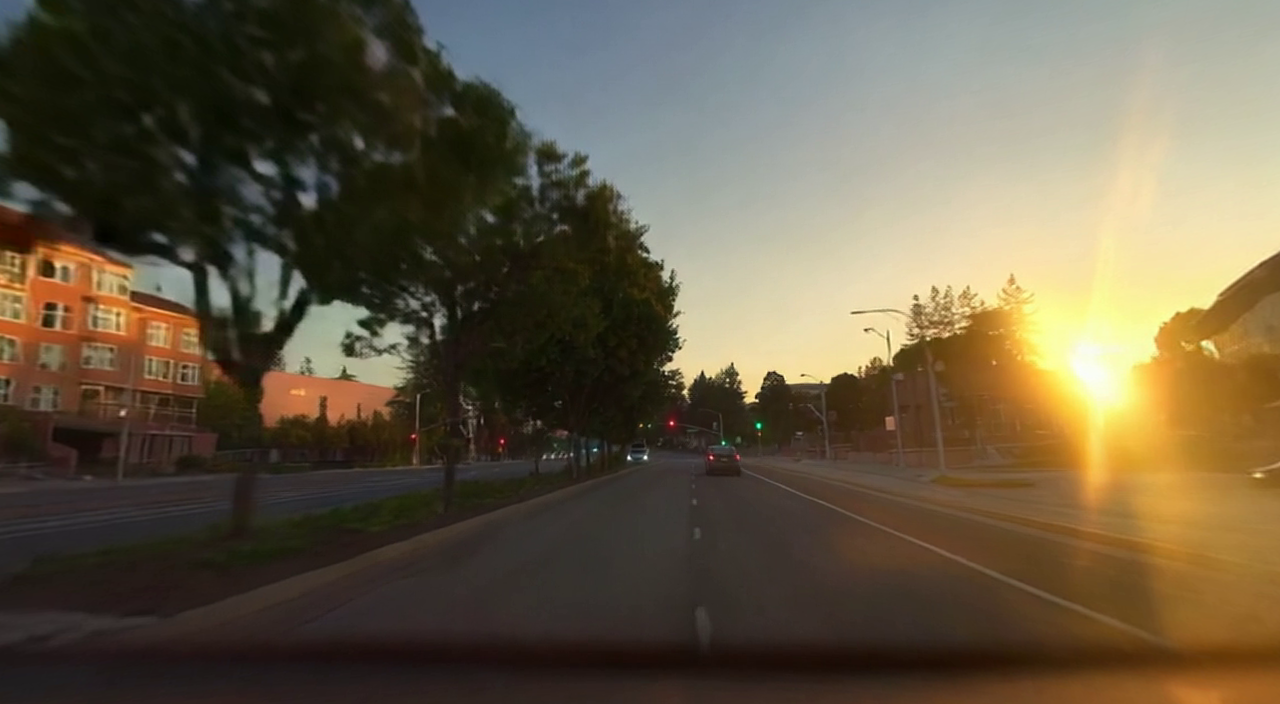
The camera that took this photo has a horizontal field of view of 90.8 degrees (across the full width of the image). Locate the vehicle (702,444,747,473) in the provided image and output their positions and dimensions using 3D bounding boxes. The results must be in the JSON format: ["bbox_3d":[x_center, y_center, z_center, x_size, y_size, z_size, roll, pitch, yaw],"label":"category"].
[{"bbox_3d":[4.694,5.989,35.747,2.133,1.481,4.276,-1,-9,3],"label":"vehicle"}]
